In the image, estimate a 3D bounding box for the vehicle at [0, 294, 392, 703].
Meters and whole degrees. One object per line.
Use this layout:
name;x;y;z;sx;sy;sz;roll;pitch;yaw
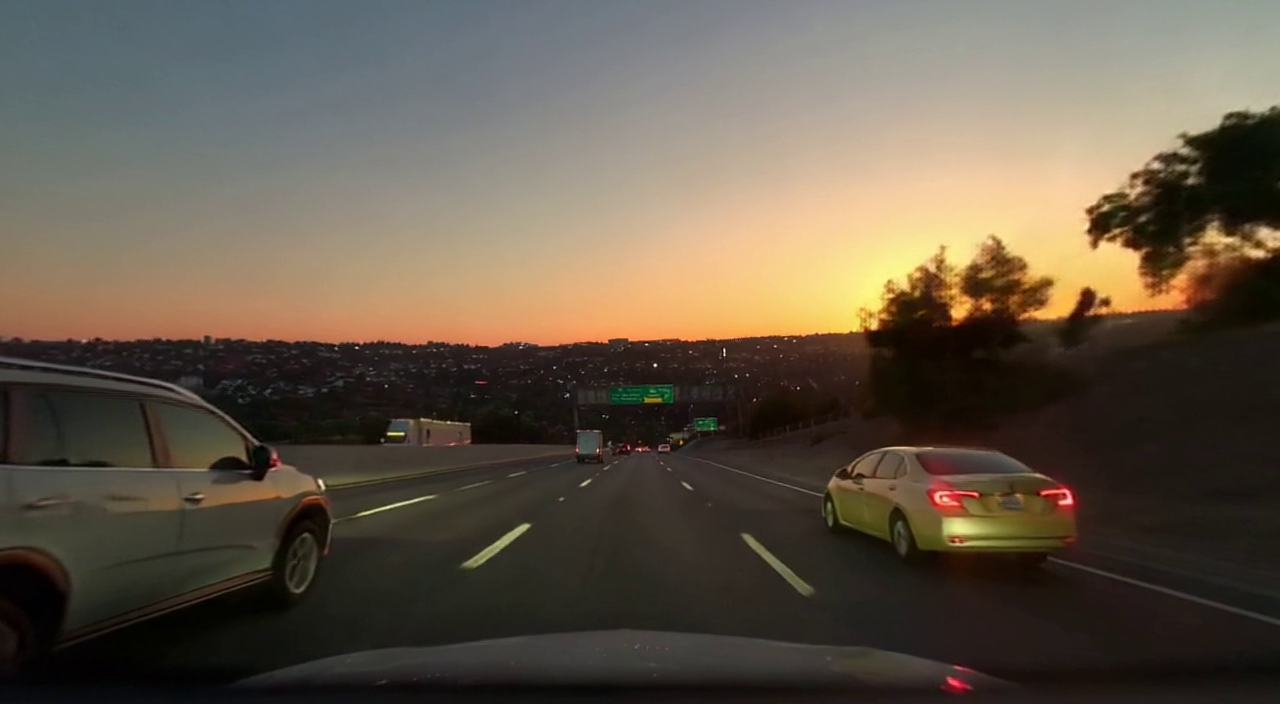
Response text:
vehicle;-3.674;0.846;3.452;2.285;1.853;5.564;0;-9;1

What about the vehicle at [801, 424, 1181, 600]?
vehicle;3.757;1.800;8.104;2.047;1.532;4.884;0;-9;0
